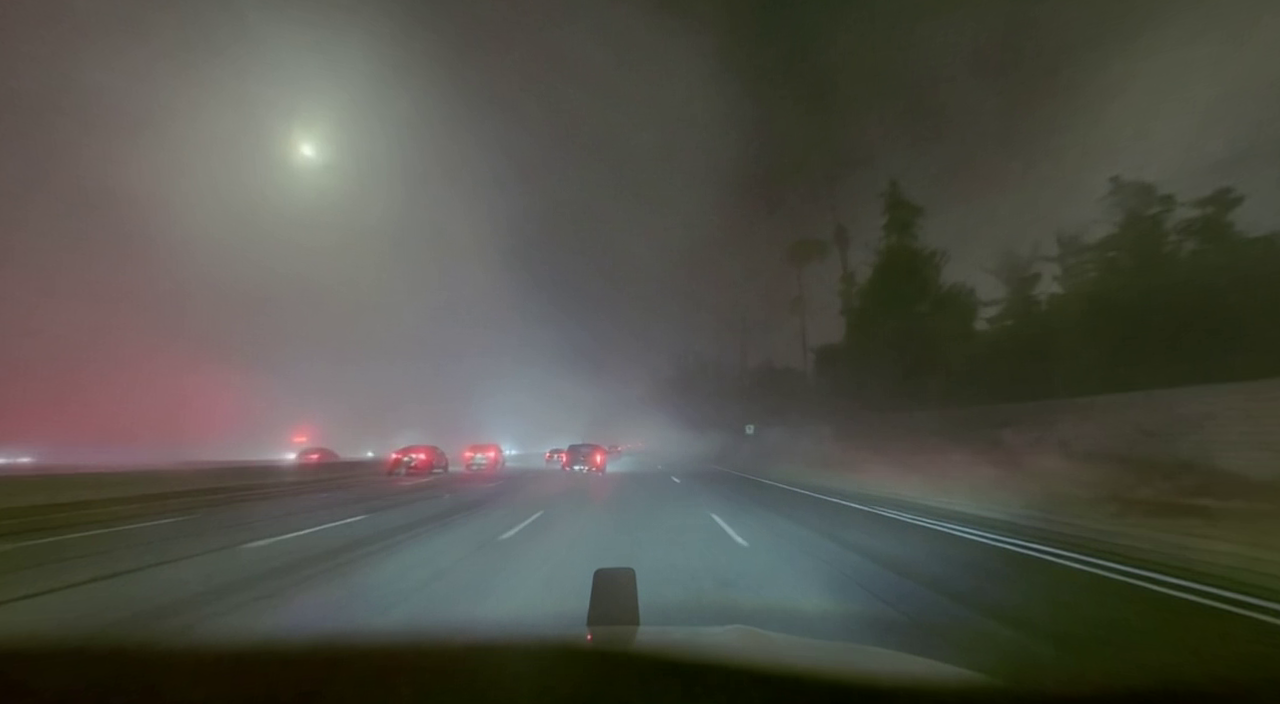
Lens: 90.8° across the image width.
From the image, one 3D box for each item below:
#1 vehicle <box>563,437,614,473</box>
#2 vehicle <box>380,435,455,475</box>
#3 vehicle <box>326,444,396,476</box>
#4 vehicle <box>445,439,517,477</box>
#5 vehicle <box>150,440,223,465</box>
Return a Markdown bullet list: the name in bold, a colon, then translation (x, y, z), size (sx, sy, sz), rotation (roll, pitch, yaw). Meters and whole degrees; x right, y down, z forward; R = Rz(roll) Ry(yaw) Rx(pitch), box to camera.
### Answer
- **vehicle**: translation (-2.512, 5.209, 32.032), size (2.201, 1.672, 4.128), rotation (0, -9, 0)
- **vehicle**: translation (-11.250, 5.255, 32.341), size (1.986, 1.875, 4.902), rotation (0, -9, 1)
- **vehicle**: translation (-15.225, 5.891, 34.746), size (1.836, 1.662, 4.317), rotation (0, -8, 1)
- **vehicle**: translation (-7.462, 5.024, 30.163), size (2.204, 1.677, 4.438), rotation (0, -8, 1)
- **vehicle**: translation (-34.665, 7.688, 48.438), size (1.943, 1.838, 4.661), rotation (0, -9, 2)
